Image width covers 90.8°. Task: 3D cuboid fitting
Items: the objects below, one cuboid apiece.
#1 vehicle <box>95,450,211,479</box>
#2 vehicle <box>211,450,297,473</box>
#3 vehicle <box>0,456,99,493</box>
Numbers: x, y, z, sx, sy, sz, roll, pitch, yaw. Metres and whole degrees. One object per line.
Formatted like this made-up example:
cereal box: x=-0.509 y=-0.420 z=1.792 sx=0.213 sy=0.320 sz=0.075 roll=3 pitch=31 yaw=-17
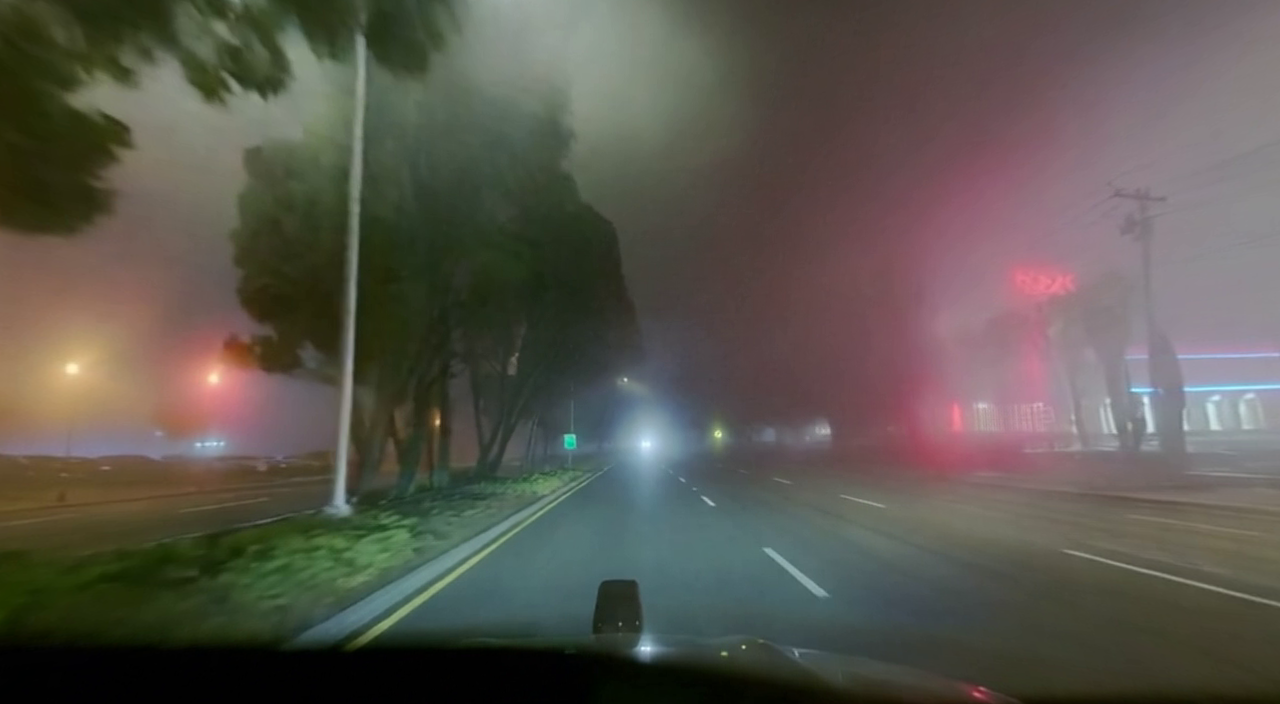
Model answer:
vehicle: x=-26.564 y=6.125 z=34.713 sx=4.623 sy=1.462 sz=2.069 roll=4 pitch=-9 yaw=-25
vehicle: x=-24.328 y=6.906 z=40.040 sx=4.296 sy=1.406 sz=1.920 roll=3 pitch=-9 yaw=-21
vehicle: x=-26.229 y=5.195 z=26.891 sx=4.449 sy=1.408 sz=1.908 roll=5 pitch=-10 yaw=-29
